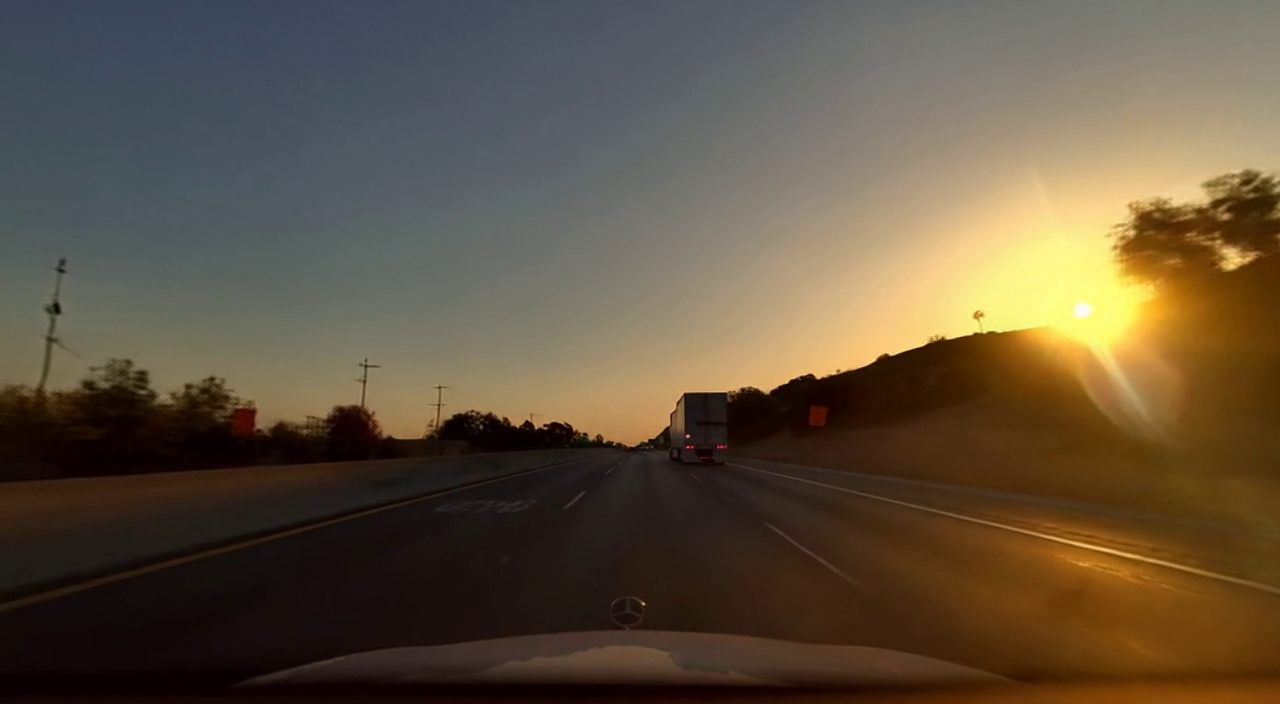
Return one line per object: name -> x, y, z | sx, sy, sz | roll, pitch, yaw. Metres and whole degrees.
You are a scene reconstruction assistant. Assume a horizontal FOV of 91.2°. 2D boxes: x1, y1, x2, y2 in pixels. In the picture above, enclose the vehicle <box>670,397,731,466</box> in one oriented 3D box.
vehicle -> 3.952, 5.809, 44.740 | 2.933, 4.100, 14.317 | 0, -8, 0
